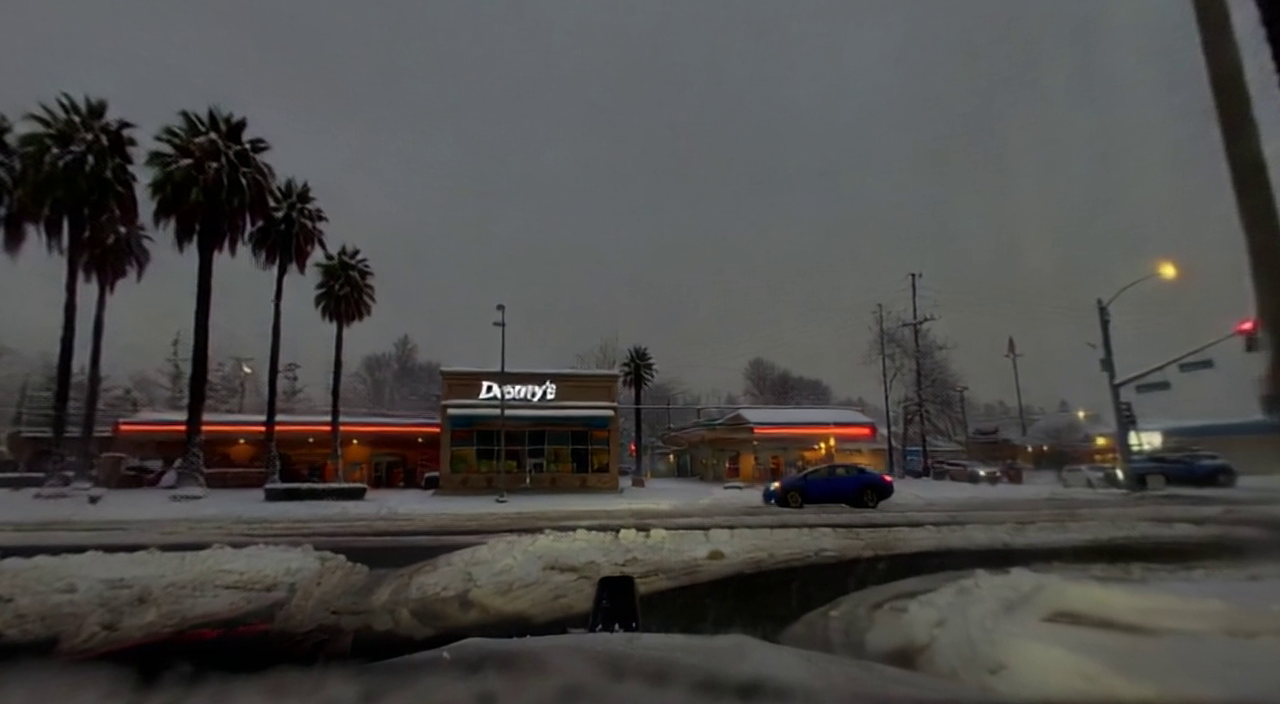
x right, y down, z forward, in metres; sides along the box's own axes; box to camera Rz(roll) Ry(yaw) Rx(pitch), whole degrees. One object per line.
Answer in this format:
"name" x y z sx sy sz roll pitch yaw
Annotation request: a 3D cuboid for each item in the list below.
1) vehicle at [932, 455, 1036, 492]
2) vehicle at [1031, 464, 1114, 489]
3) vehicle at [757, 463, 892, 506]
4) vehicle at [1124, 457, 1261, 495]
"vehicle" 20.041 7.066 36.910 4.880 1.754 2.202 0 -5 -9
"vehicle" 29.196 8.424 42.838 2.074 1.480 4.369 1 -9 -10
"vehicle" 7.083 5.092 24.507 4.570 1.480 1.873 1 -9 -7
"vehicle" 32.853 7.352 37.930 2.490 1.958 5.823 1 -9 -8
